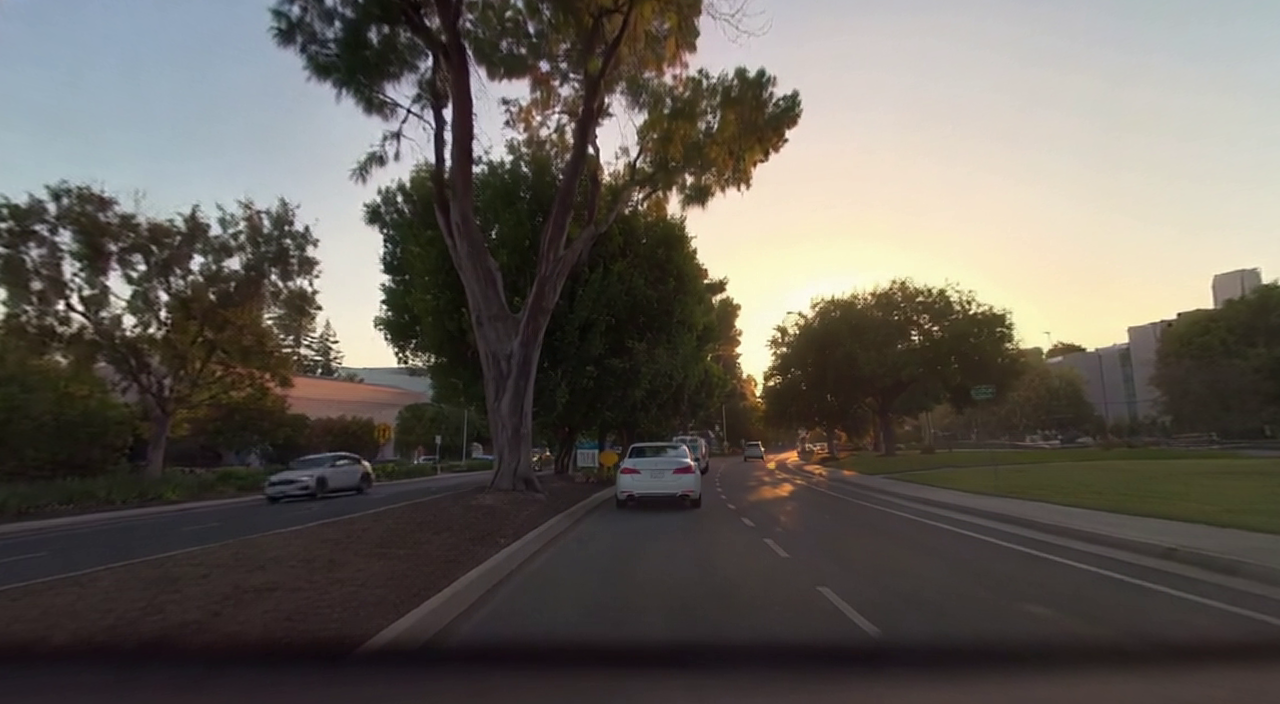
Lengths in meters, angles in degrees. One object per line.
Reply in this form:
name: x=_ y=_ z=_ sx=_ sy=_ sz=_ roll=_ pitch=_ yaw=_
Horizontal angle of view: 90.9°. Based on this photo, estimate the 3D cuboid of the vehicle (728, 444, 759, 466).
vehicle: x=7.345 y=7.317 z=45.088 sx=1.984 sy=1.507 sz=4.359 roll=-2 pitch=-8 yaw=7

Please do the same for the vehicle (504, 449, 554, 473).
vehicle: x=-7.686 y=7.569 z=44.166 sx=2.027 sy=1.511 sz=4.711 roll=-2 pitch=-8 yaw=9

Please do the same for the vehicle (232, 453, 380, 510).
vehicle: x=-10.094 y=3.904 z=19.545 sx=1.909 sy=1.468 sz=4.597 roll=-1 pitch=-8 yaw=3

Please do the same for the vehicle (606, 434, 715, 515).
vehicle: x=0.560 y=2.723 z=14.565 sx=2.154 sy=1.585 sz=3.997 roll=-1 pitch=-8 yaw=5
